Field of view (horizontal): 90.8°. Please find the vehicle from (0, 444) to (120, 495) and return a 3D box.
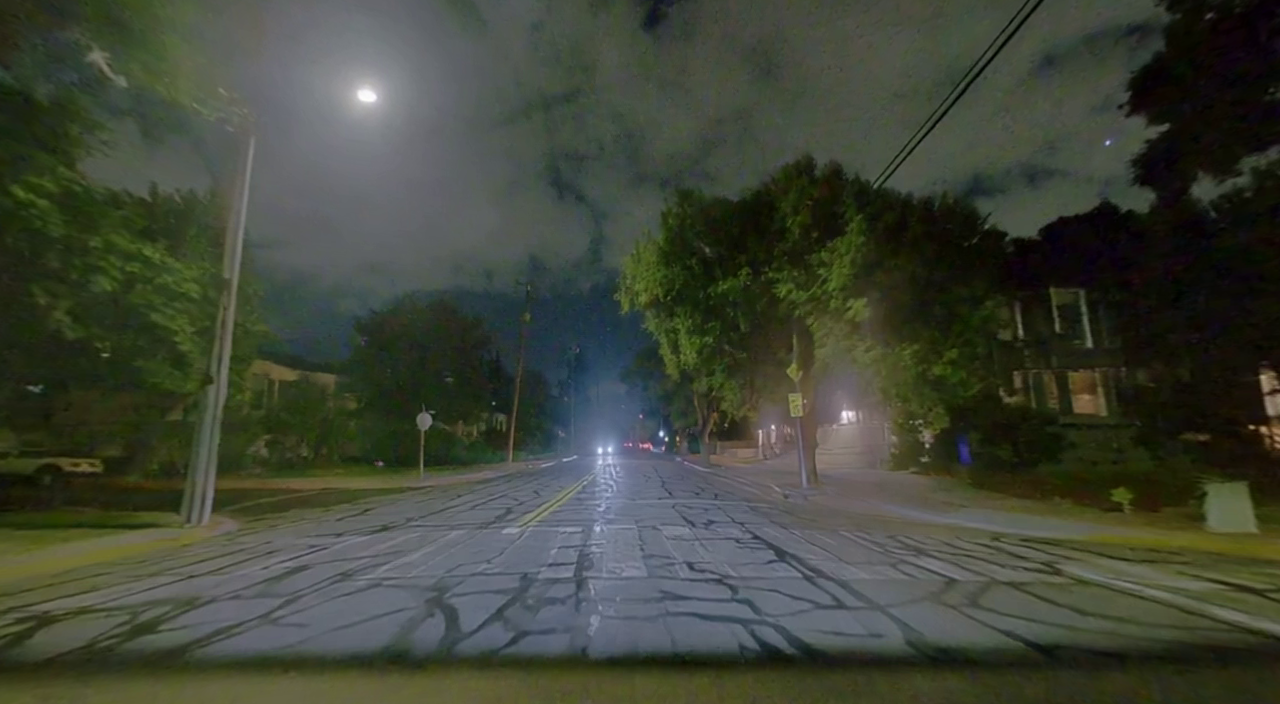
[{"bbox_3d":[-19.391,3.646,19.806,4.354,1.471,1.935,0,-8,-1],"label":"vehicle"}]
